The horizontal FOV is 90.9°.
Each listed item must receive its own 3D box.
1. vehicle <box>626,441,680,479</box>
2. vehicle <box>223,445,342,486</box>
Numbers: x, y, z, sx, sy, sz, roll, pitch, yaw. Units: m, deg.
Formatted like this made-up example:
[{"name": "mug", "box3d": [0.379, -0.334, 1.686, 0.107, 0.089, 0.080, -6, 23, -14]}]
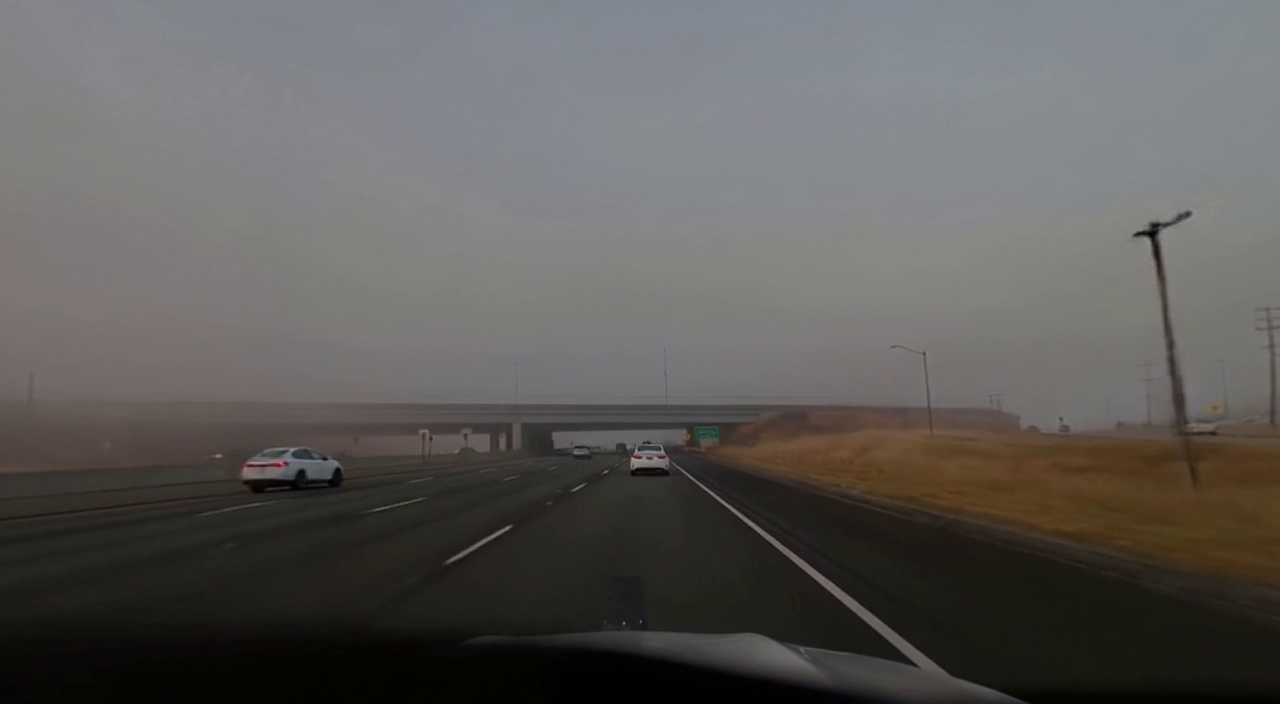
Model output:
[{"name": "vehicle", "box3d": [0.533, 4.626, 27.328, 2.145, 1.493, 4.146, 0, -9, 0]}, {"name": "vehicle", "box3d": [-14.437, 4.570, 25.877, 1.960, 1.505, 4.854, 0, -9, 2]}]
